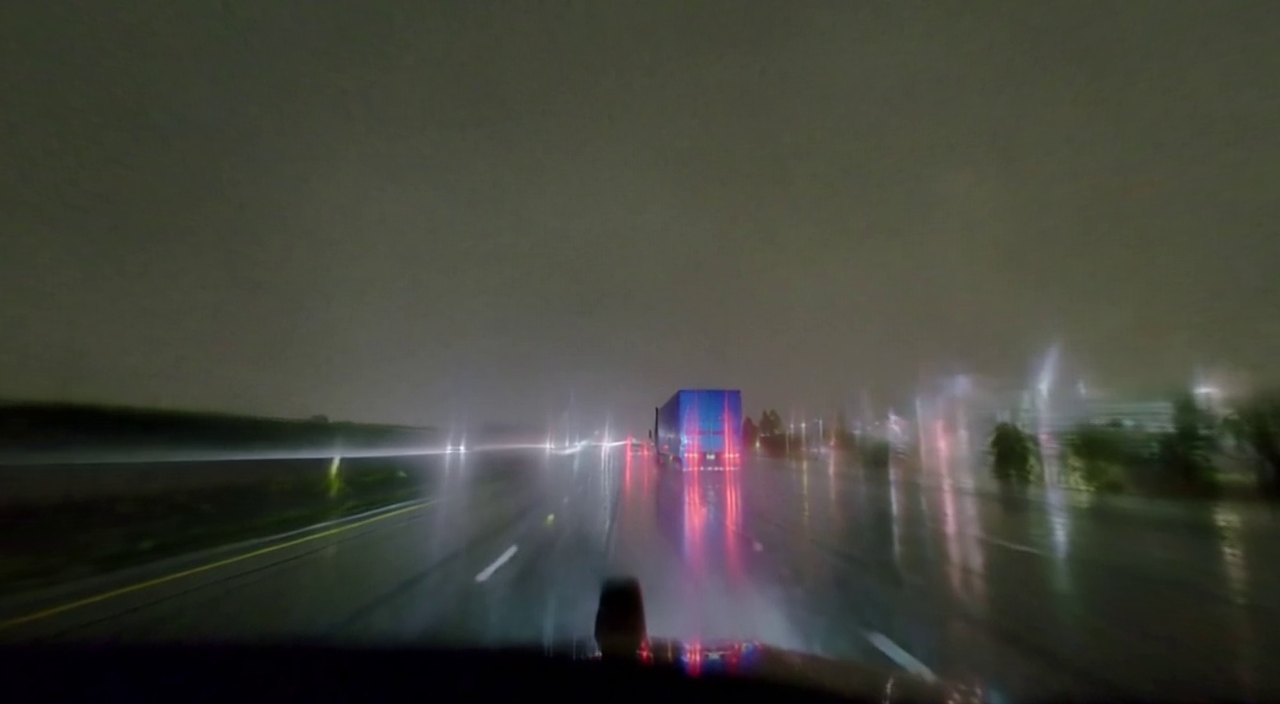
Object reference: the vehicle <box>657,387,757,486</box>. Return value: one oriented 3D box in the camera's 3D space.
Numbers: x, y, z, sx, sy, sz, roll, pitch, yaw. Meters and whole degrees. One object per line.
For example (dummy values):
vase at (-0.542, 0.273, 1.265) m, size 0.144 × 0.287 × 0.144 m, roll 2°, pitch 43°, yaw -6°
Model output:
vehicle at (3.080, 4.806, 35.010) m, size 3.462 × 4.177 × 16.311 m, roll 0°, pitch -9°, yaw -1°
